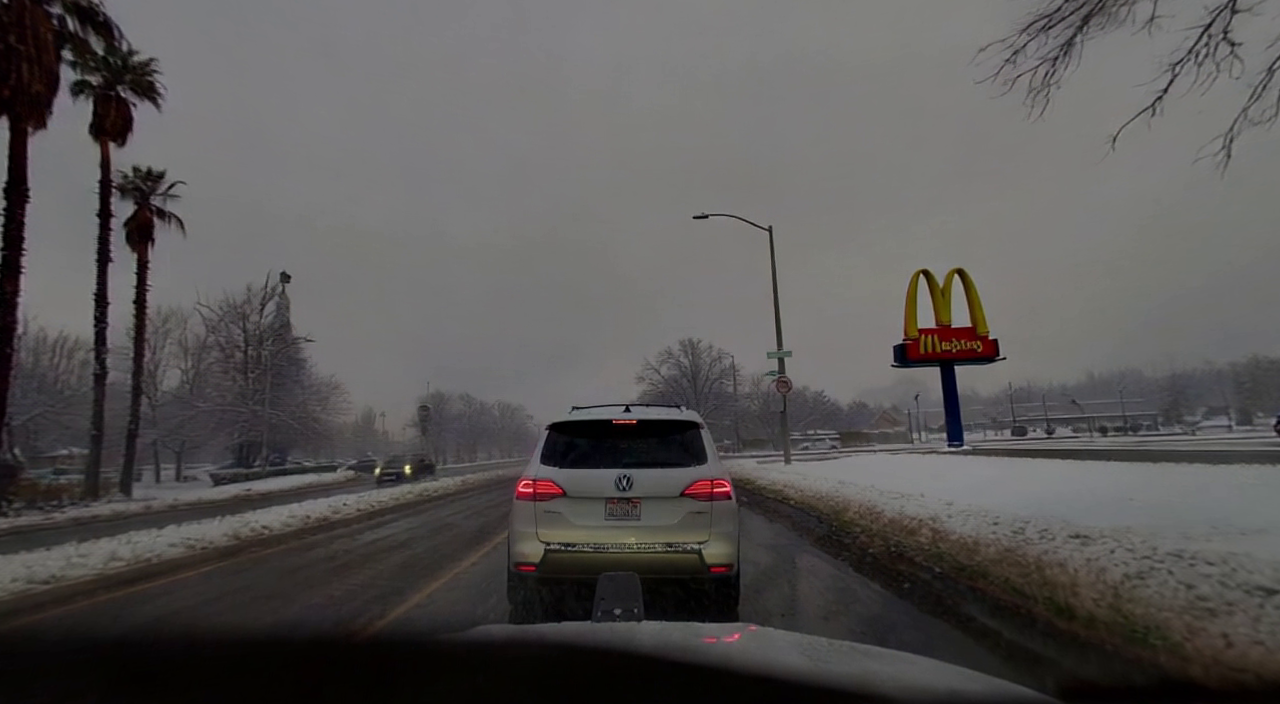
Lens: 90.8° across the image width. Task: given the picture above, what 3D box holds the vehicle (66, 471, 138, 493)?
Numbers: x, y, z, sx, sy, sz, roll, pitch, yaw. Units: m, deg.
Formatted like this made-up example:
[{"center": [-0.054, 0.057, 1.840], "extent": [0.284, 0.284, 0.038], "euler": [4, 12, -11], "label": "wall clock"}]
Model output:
[{"center": [-39.930, 9.623, 47.021], "extent": [1.602, 1.400, 4.220], "euler": [0, -9, 0], "label": "vehicle"}]

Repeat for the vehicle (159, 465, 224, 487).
[{"center": [-33.307, 9.223, 47.019], "extent": [1.792, 1.439, 3.952], "euler": [-1, -9, 3], "label": "vehicle"}]

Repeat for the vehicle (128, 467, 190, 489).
[{"center": [-35.619, 9.322, 46.889], "extent": [1.641, 1.375, 3.640], "euler": [0, -9, 1], "label": "vehicle"}]

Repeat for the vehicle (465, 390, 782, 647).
[{"center": [-0.136, 1.418, 6.324], "extent": [2.137, 1.728, 3.926], "euler": [0, -9, -1], "label": "vehicle"}]

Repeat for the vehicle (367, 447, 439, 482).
[{"center": [-12.506, 5.915, 33.611], "extent": [1.965, 1.718, 4.466], "euler": [0, -9, 2], "label": "vehicle"}]

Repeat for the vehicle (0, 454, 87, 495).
[{"center": [-28.098, 5.432, 28.216], "extent": [4.584, 1.714, 2.186], "euler": [4, -10, -27], "label": "vehicle"}]
